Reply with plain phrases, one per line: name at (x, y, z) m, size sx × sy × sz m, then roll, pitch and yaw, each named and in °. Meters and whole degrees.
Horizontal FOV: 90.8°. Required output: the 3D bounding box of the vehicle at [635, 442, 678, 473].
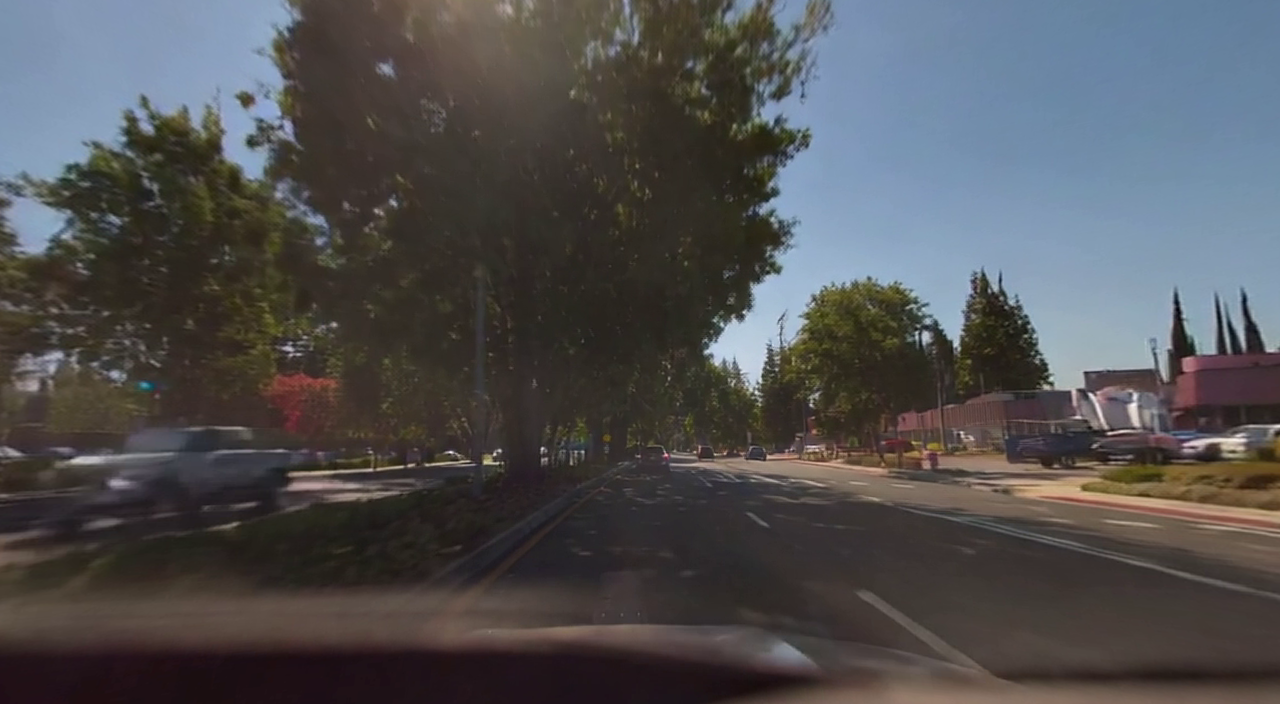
vehicle at (0.886, 5.446, 32.876) m, size 2.095 × 1.456 × 3.873 m, roll 0°, pitch -8°, yaw 2°

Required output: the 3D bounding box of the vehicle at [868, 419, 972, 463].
vehicle at (22.048, 7.050, 49.854) m, size 6.856 × 3.118 × 2.741 m, roll 0°, pitch -10°, yaw -10°

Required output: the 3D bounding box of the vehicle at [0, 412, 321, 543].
vehicle at (-7.694, 2.007, 10.767) m, size 2.102 × 1.735 × 4.491 m, roll 0°, pitch -8°, yaw 1°

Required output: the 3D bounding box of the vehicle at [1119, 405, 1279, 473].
vehicle at (28.759, 4.467, 32.247) m, size 6.569 × 3.235 × 2.798 m, roll 1°, pitch -9°, yaw -9°

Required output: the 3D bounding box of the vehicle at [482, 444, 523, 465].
vehicle at (-10.035, 7.477, 46.389) m, size 1.907 × 1.429 × 4.439 m, roll 0°, pitch -8°, yaw 2°

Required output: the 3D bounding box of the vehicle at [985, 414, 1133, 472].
vehicle at (20.921, 4.554, 31.702) m, size 5.953 × 2.747 × 2.389 m, roll 1°, pitch -8°, yaw -8°
